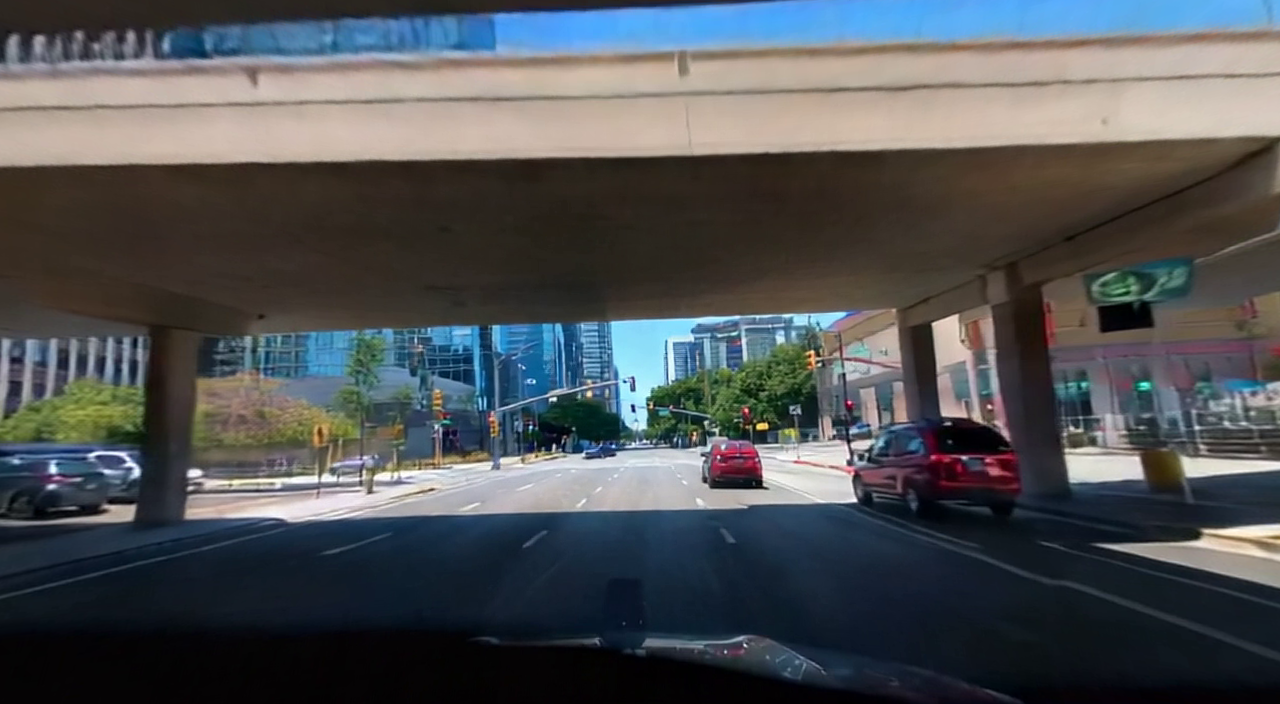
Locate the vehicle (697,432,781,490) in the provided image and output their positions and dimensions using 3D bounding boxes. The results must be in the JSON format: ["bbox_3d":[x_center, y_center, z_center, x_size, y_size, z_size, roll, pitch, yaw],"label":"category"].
[{"bbox_3d":[2.898,3.286,19.342,1.947,1.576,3.825,0,-8,0],"label":"vehicle"}]

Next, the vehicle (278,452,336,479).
[{"bbox_3d":[-22.727,7.719,43.194,1.757,1.699,3.854,-1,-8,2],"label":"vehicle"}]

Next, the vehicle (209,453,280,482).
[{"bbox_3d":[-27.081,7.862,43.380,1.807,1.795,4.566,0,-8,1],"label":"vehicle"}]

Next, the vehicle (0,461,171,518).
[{"bbox_3d":[-17.749,4.322,20.232,1.985,1.505,4.275,-1,-8,2],"label":"vehicle"}]

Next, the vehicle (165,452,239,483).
[{"bbox_3d":[-29.846,7.858,43.174,1.811,1.942,4.376,-1,-8,1],"label":"vehicle"}]

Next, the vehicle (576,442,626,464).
[{"bbox_3d":[-2.937,7.450,46.622,2.099,1.562,4.037,5,-10,-31],"label":"vehicle"}]

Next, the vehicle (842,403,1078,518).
[{"bbox_3d":[6.879,2.444,14.676,2.433,2.116,5.789,0,-8,0],"label":"vehicle"}]
